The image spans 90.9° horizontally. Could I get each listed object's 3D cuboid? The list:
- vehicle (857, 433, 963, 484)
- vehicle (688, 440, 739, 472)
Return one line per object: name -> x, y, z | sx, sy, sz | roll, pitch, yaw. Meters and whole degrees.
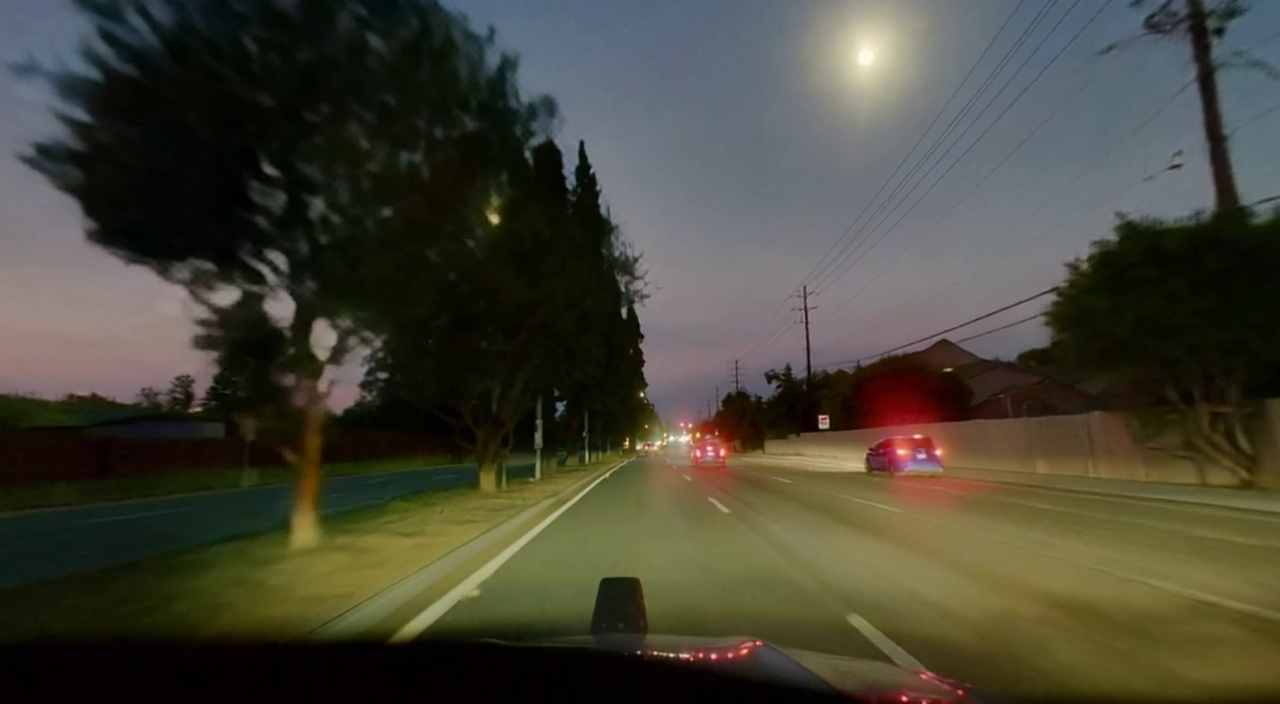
vehicle -> 9.991, 3.957, 23.734 | 1.978, 1.700, 4.461 | 0, -9, 0
vehicle -> 3.642, 5.270, 32.098 | 2.063, 1.481, 4.247 | 0, -8, 0
